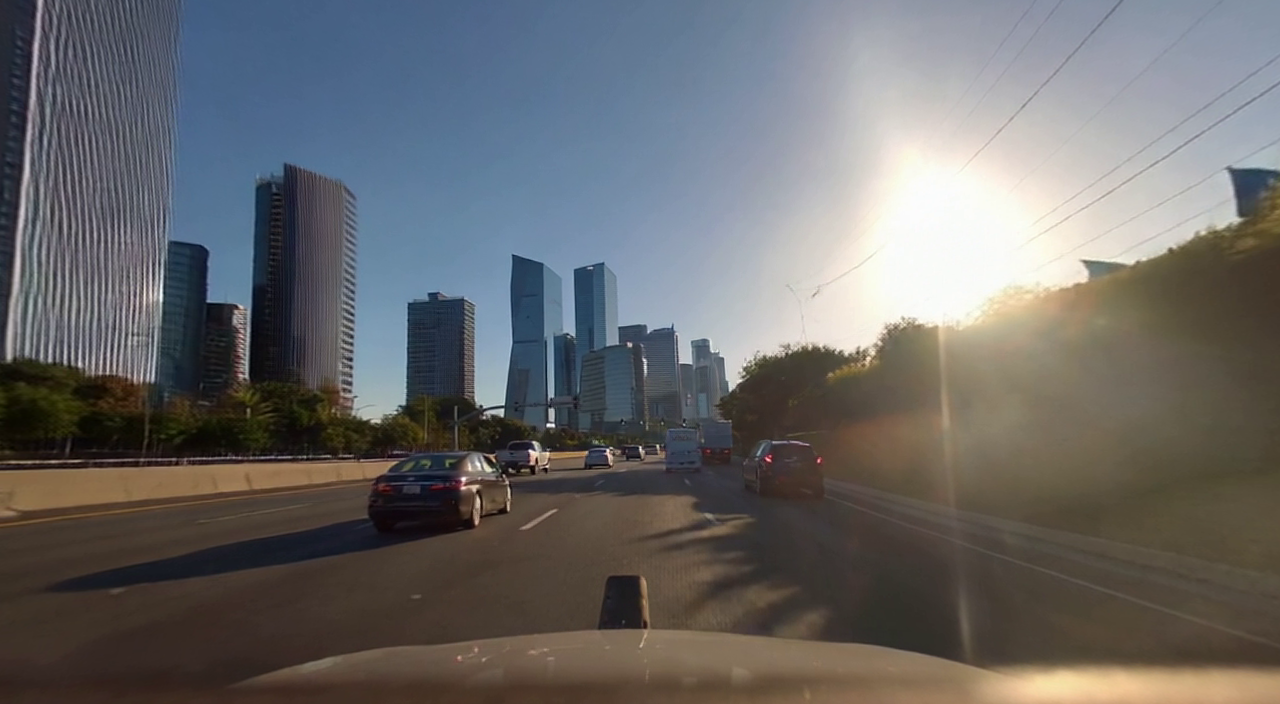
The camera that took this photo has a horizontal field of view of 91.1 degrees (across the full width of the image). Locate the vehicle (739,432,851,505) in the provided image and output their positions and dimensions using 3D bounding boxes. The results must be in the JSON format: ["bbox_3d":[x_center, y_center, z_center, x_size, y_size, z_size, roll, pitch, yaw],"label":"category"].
[{"bbox_3d":[4.497,3.444,19.033,2.283,1.923,4.427,0,-9,1],"label":"vehicle"}]

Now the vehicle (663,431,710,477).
[{"bbox_3d":[2.809,5.860,36.432,2.457,2.440,5.486,-1,-9,7],"label":"vehicle"}]

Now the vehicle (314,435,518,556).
[{"bbox_3d":[-3.460,2.252,10.550,1.934,1.643,3.718,0,-9,2],"label":"vehicle"}]

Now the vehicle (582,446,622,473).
[{"bbox_3d":[-2.329,6.673,39.293,1.984,1.567,4.311,-1,-9,4],"label":"vehicle"}]
